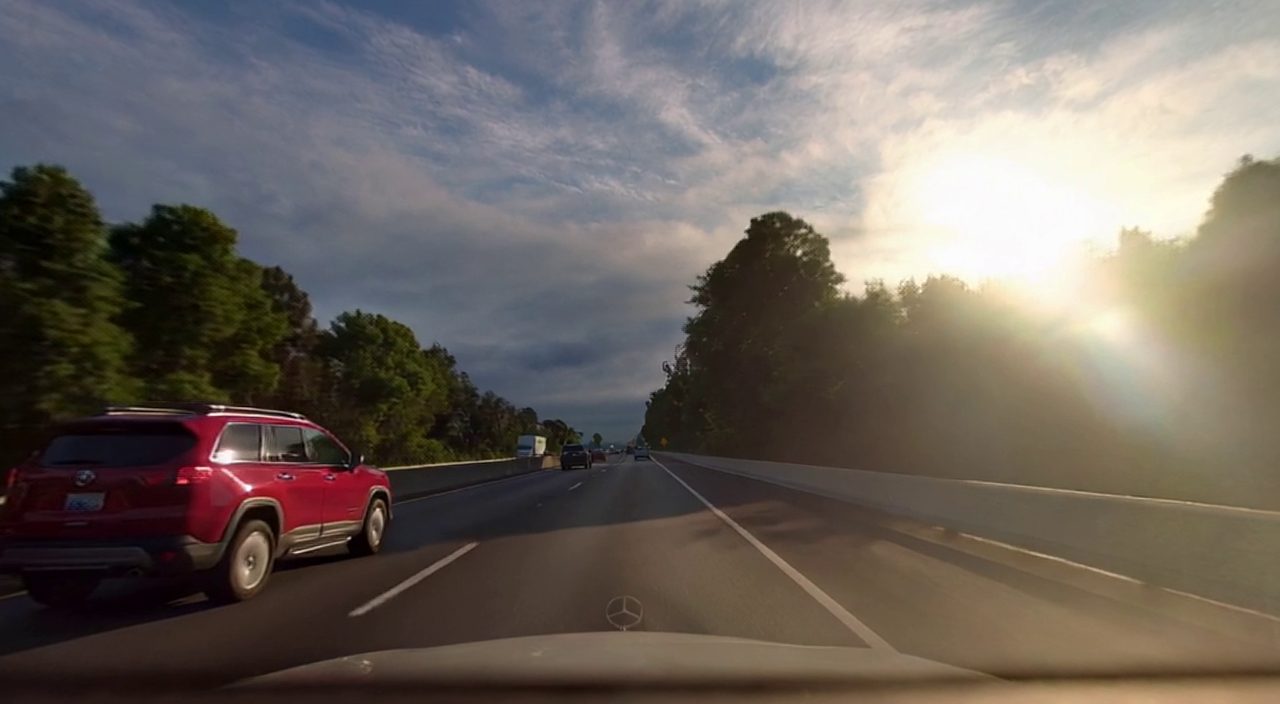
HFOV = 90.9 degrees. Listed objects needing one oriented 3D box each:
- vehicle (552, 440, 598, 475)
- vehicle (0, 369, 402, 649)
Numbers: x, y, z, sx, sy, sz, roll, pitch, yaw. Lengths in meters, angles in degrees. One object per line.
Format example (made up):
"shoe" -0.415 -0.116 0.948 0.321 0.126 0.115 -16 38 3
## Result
"vehicle" -3.602 5.930 35.694 2.056 1.811 4.202 -1 -9 2
"vehicle" -4.588 1.447 6.820 2.102 1.941 4.703 0 -9 1
